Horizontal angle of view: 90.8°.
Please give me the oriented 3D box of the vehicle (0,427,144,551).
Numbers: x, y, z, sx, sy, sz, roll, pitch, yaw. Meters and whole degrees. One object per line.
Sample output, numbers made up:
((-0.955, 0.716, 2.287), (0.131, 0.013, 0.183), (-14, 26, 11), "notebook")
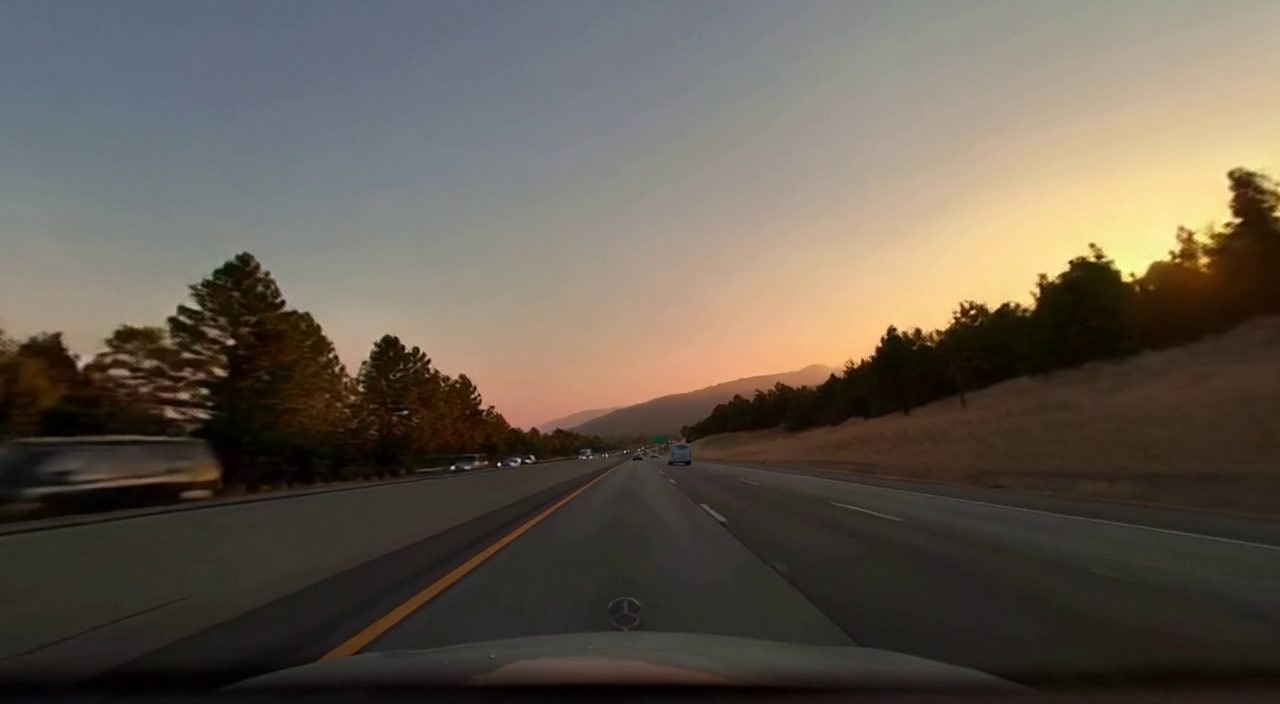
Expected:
((-9.765, 1.859, 8.548), (2.173, 1.668, 4.848), (0, -9, -1), "vehicle")
